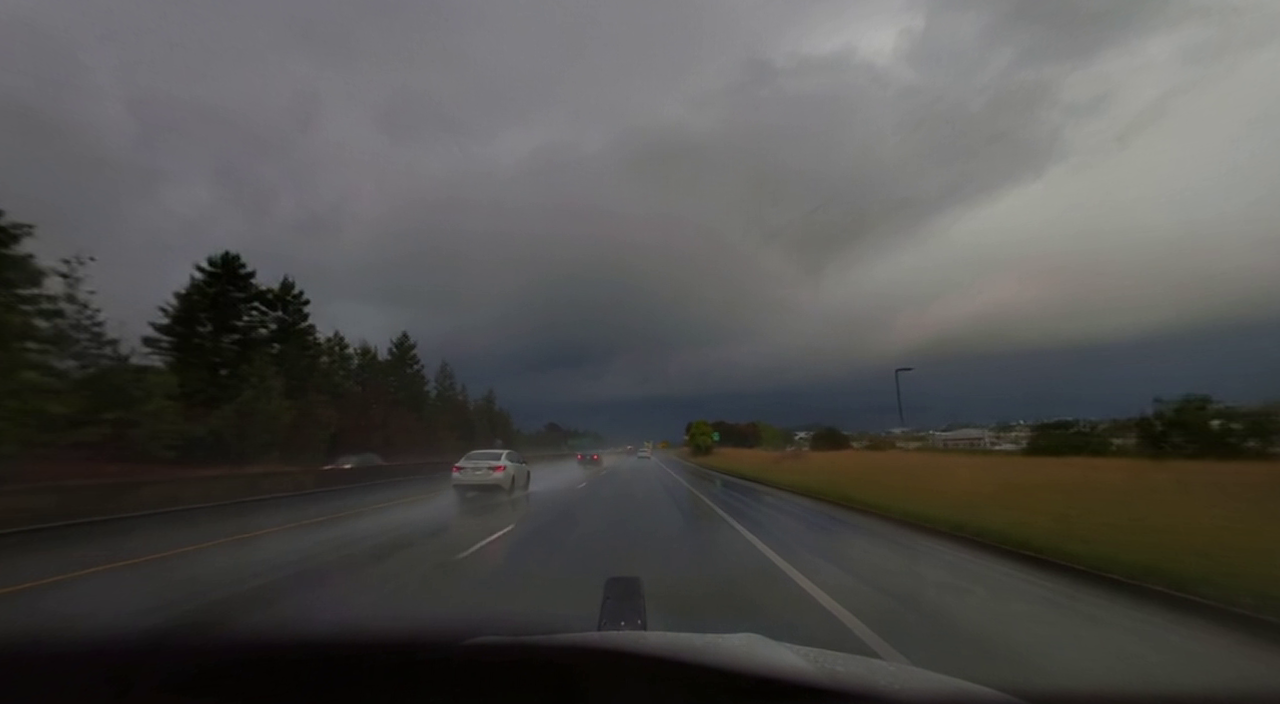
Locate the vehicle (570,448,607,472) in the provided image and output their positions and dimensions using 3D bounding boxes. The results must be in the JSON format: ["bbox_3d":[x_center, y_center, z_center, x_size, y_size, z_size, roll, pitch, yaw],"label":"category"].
[{"bbox_3d":[-3.338,7.063,41.434,2.005,1.474,3.921,0,-9,1],"label":"vehicle"}]

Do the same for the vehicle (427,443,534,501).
[{"bbox_3d":[-4.611,3.534,18.983,1.975,1.501,4.603,0,-9,1],"label":"vehicle"}]

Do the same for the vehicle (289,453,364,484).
[{"bbox_3d":[-17.559,6.525,35.506,1.891,1.586,4.395,0,-9,1],"label":"vehicle"}]
